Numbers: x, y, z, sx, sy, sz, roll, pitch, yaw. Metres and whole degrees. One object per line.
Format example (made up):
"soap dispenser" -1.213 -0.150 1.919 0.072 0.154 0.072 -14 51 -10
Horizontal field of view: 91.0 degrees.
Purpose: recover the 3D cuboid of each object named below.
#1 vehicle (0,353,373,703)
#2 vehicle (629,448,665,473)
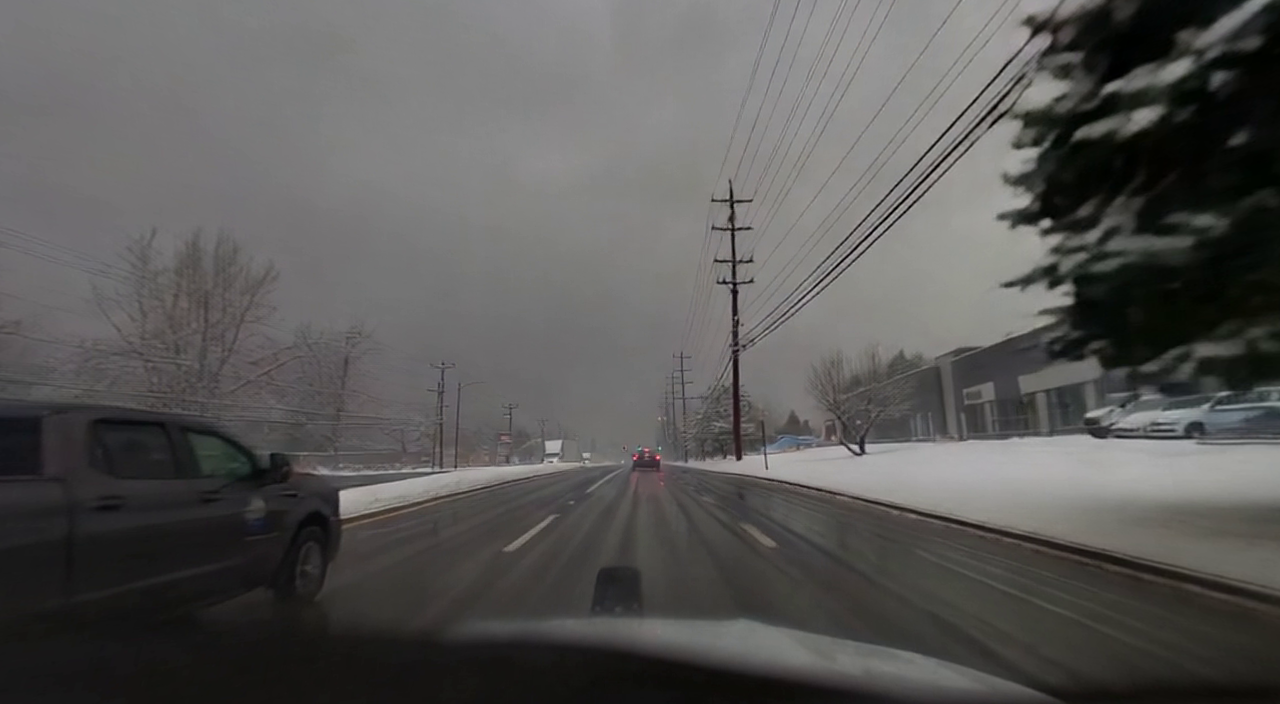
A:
"vehicle" -3.506 0.984 3.257 2.169 1.679 4.723 0 -8 0
"vehicle" 0.384 6.815 39.808 2.114 1.492 4.453 0 -8 -1
